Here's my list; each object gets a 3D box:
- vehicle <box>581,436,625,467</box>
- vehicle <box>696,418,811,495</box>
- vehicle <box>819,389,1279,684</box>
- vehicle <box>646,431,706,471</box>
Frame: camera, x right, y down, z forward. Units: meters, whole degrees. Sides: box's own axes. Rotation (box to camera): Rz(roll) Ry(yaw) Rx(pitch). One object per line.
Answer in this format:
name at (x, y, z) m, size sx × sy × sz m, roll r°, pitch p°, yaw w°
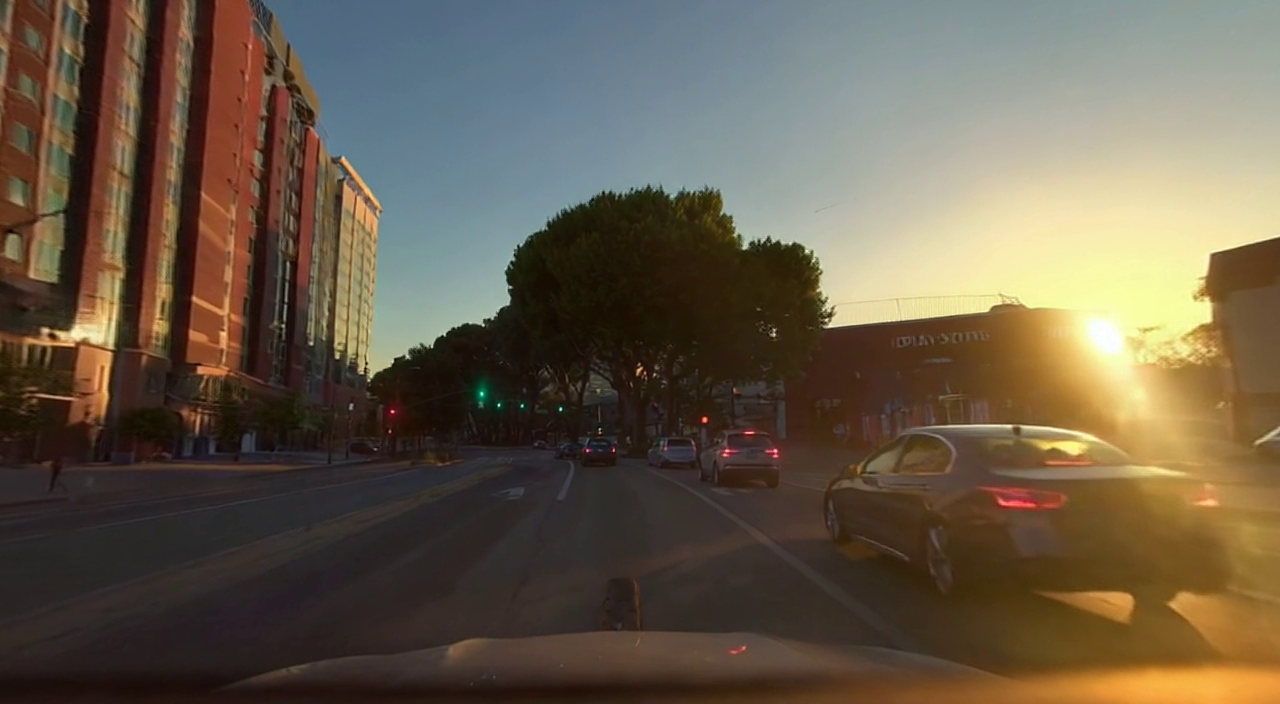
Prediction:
vehicle at (-1.996, 5.202, 33.049) m, size 2.068 × 1.512 × 3.987 m, roll 1°, pitch -9°, yaw -6°
vehicle at (2.852, 2.761, 16.983) m, size 2.046 × 1.768 × 4.370 m, roll 0°, pitch -8°, yaw -3°
vehicle at (3.209, 1.280, 5.554) m, size 1.966 × 1.596 × 3.980 m, roll 0°, pitch -8°, yaw -2°
vehicle at (1.631, 4.714, 30.468) m, size 2.216 × 1.750 × 4.520 m, roll 0°, pitch -8°, yaw -6°
